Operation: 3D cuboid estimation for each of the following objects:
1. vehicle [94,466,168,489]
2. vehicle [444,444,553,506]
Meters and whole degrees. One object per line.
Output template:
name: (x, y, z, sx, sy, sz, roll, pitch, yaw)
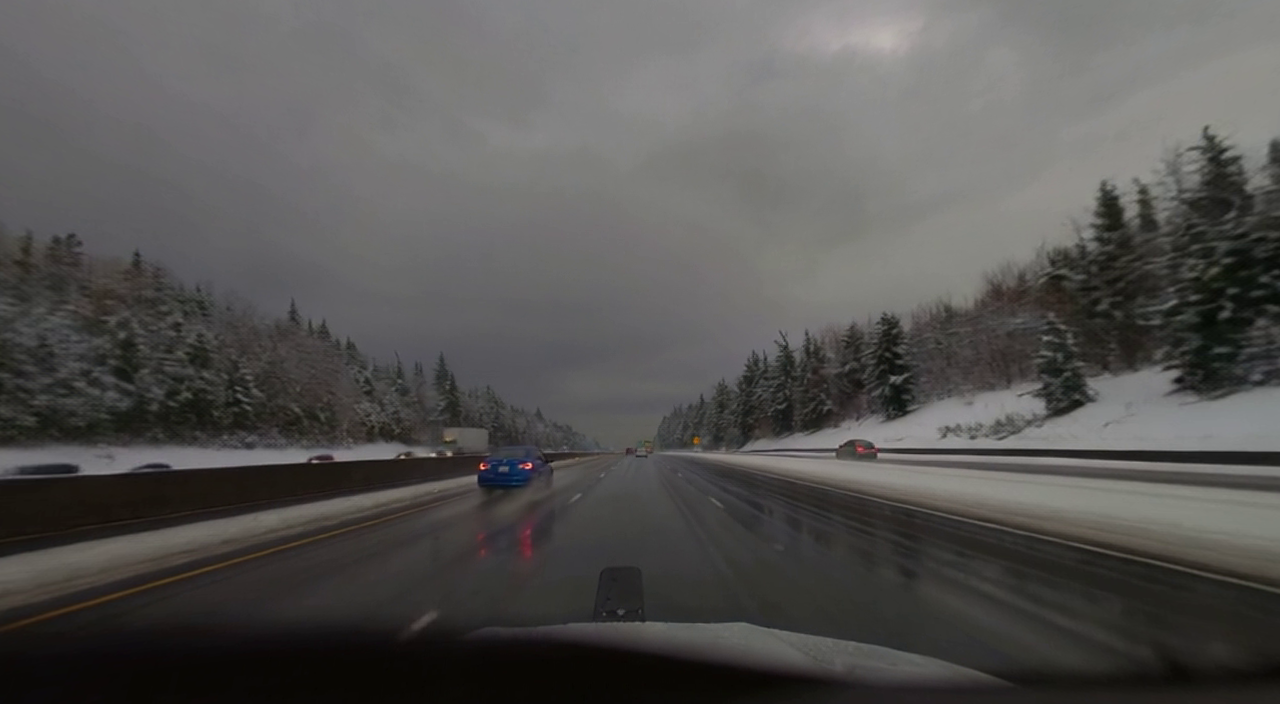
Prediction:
vehicle: (-35.365, 8.714, 43.986, 1.724, 1.413, 4.221, 0, -9, -1)
vehicle: (-3.664, 3.262, 17.206, 1.873, 1.438, 4.546, -1, -9, 1)
